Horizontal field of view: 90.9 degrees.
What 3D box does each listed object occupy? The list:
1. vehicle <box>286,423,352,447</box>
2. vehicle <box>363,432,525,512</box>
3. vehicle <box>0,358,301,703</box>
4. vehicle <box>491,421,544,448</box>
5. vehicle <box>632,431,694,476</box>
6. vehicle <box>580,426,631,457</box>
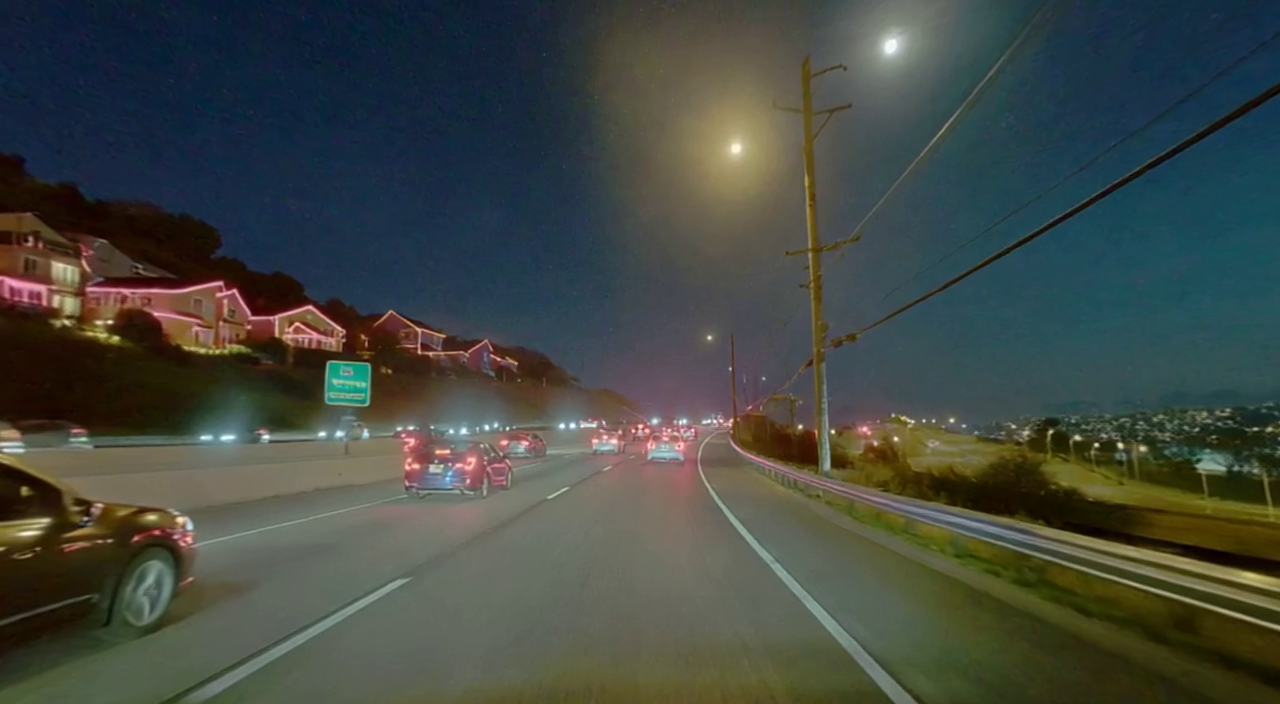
[{"bbox_3d":[-21.940,5.735,43.310,1.842,1.568,4.109,-2,-8,11],"label":"vehicle"},{"bbox_3d":[-4.153,2.617,14.342,1.956,1.478,4.789,-1,-8,2],"label":"vehicle"},{"bbox_3d":[-4.142,0.975,3.427,2.079,1.763,4.295,0,-8,2],"label":"vehicle"},{"bbox_3d":[-8.571,5.878,44.605,2.080,1.833,4.461,-2,-9,12],"label":"vehicle"},{"bbox_3d":[0.893,3.726,23.237,2.109,1.495,3.935,-1,-8,4],"label":"vehicle"},{"bbox_3d":[-1.937,5.223,36.676,2.121,1.639,4.383,-1,-8,8],"label":"vehicle"}]
